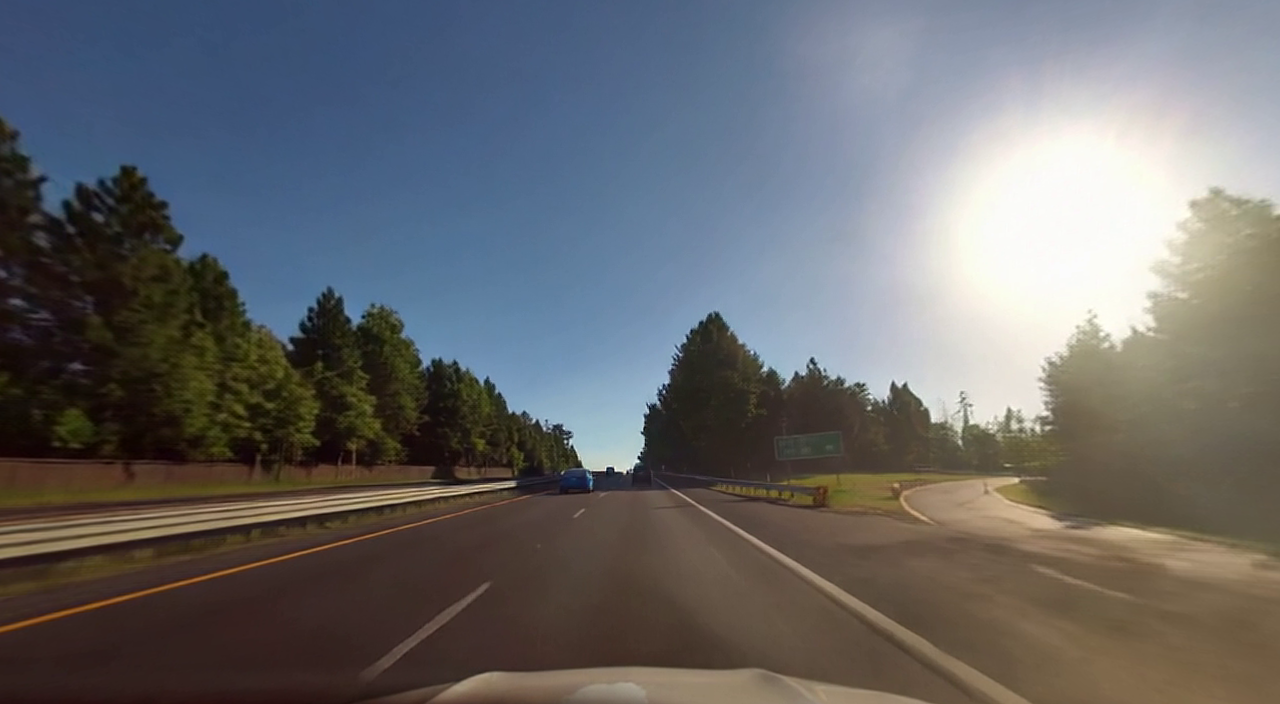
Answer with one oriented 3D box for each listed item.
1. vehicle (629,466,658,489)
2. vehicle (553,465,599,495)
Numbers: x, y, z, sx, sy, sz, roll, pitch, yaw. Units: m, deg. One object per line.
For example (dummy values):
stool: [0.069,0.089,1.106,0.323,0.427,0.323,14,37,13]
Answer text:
vehicle: [0.266,9.286,46.734,2.065,1.596,3.869,1,-11,0]
vehicle: [-3.521,7.175,35.529,2.047,1.523,4.279,1,-11,1]
